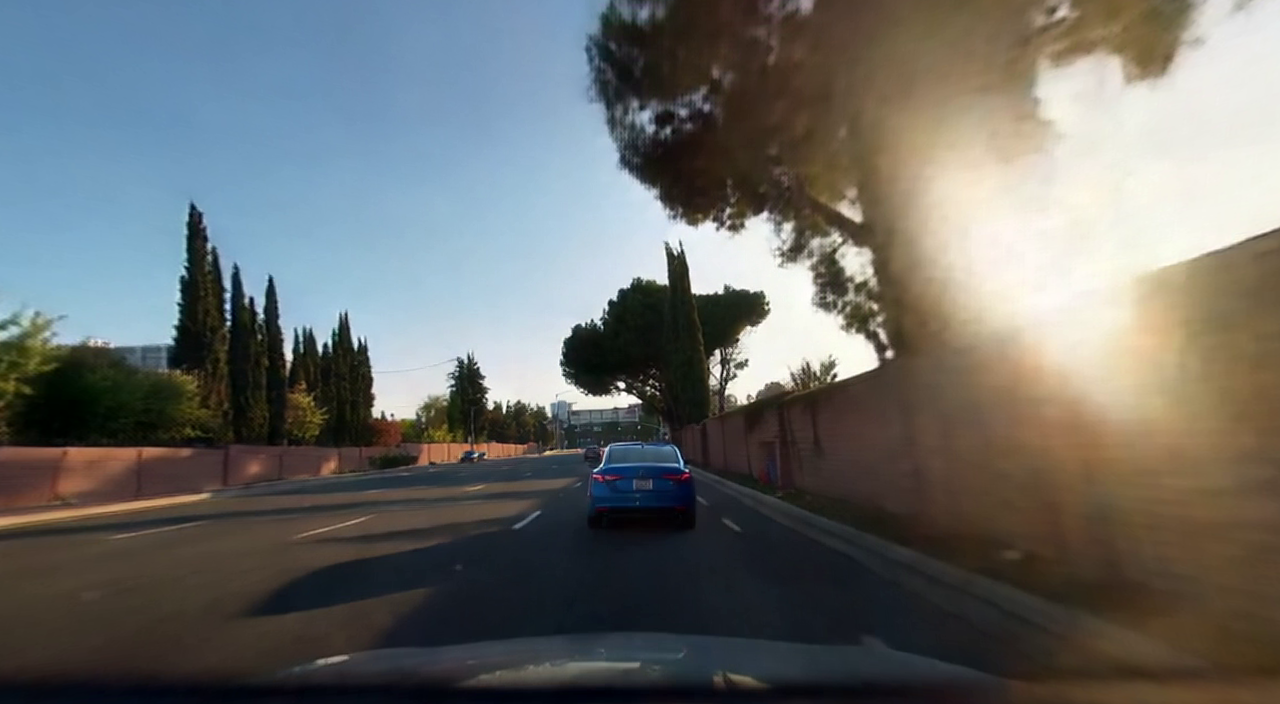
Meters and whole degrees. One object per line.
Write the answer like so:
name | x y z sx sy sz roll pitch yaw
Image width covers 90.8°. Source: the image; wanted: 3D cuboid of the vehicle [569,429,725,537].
vehicle | 0.065 2.179 11.166 2.205 1.509 4.272 0 -8 -1
